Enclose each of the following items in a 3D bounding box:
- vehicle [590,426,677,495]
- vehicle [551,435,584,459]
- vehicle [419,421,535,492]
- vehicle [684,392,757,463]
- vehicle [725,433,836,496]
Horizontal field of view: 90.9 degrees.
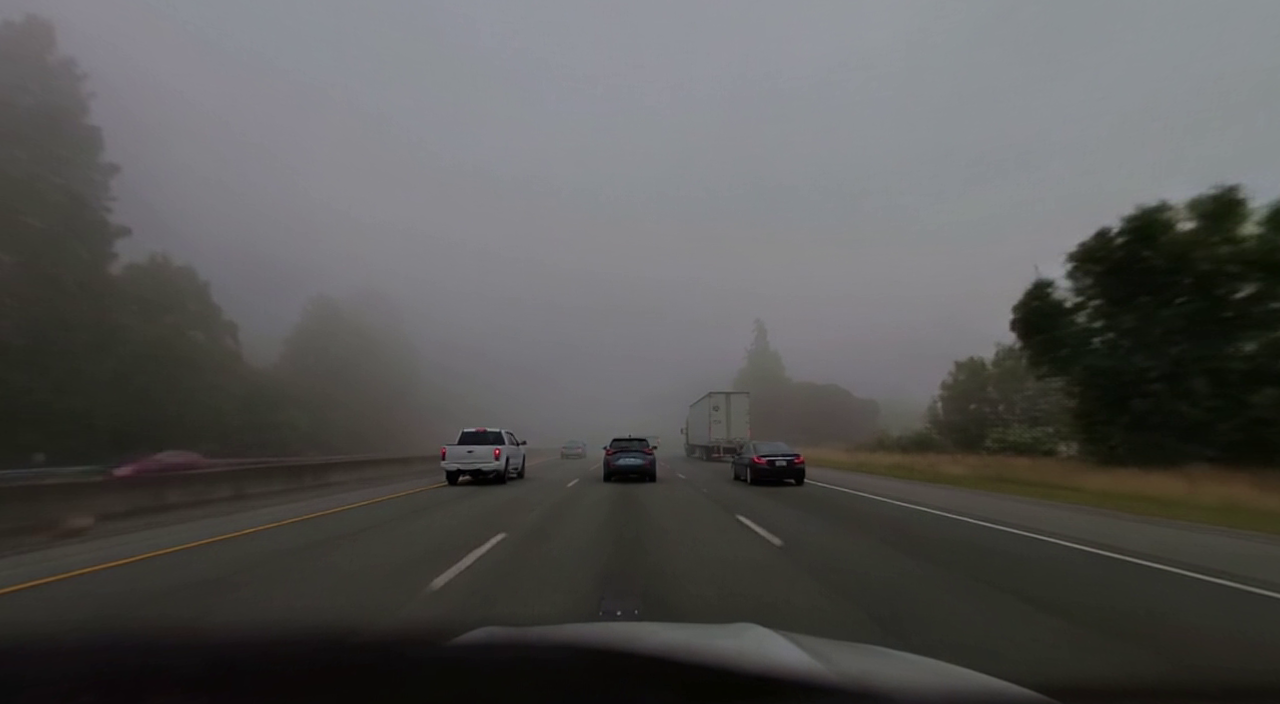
[{"bbox_3d":[-0.203,2.879,17.102,2.083,1.647,3.799,0,-8,-1],"label":"vehicle"},{"bbox_3d":[-5.417,7.104,47.296,1.971,1.648,3.983,0,-8,0],"label":"vehicle"},{"bbox_3d":[-4.541,2.972,18.389,2.101,1.767,4.702,0,-8,0],"label":"vehicle"},{"bbox_3d":[5.189,5.388,43.949,2.888,4.135,14.071,0,-8,-2],"label":"vehicle"},{"bbox_3d":[3.634,2.960,17.061,1.951,1.477,3.963,0,-8,-2],"label":"vehicle"}]
